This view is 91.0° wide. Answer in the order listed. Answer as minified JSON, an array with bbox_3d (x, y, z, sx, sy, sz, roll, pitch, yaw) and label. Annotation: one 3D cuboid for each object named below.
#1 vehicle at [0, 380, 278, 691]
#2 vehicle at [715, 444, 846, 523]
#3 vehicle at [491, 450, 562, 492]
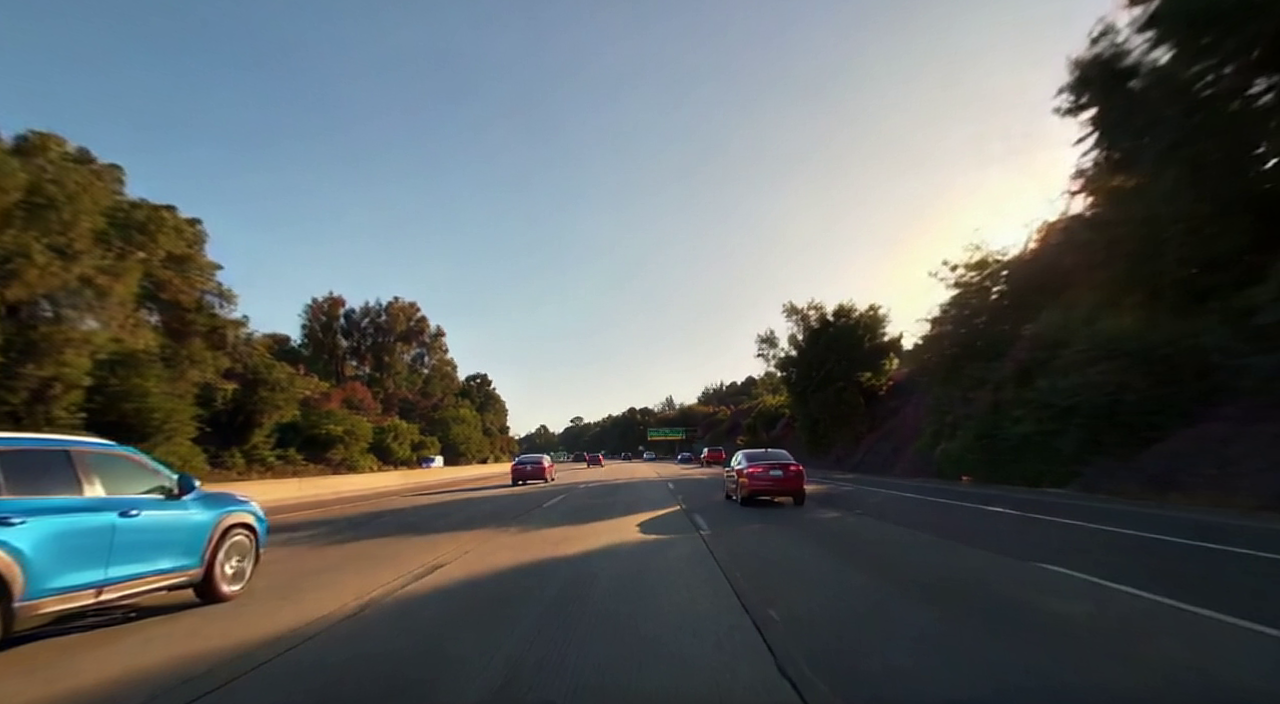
[{"bbox_3d":[-4.666,1.116,4.025,2.079,1.745,4.281,0,-9,1],"label":"vehicle"},{"bbox_3d":[3.089,3.012,14.939,2.120,1.572,4.344,0,-9,0],"label":"vehicle"},{"bbox_3d":[-4.390,4.690,25.110,2.009,1.488,4.289,0,-9,0],"label":"vehicle"}]
